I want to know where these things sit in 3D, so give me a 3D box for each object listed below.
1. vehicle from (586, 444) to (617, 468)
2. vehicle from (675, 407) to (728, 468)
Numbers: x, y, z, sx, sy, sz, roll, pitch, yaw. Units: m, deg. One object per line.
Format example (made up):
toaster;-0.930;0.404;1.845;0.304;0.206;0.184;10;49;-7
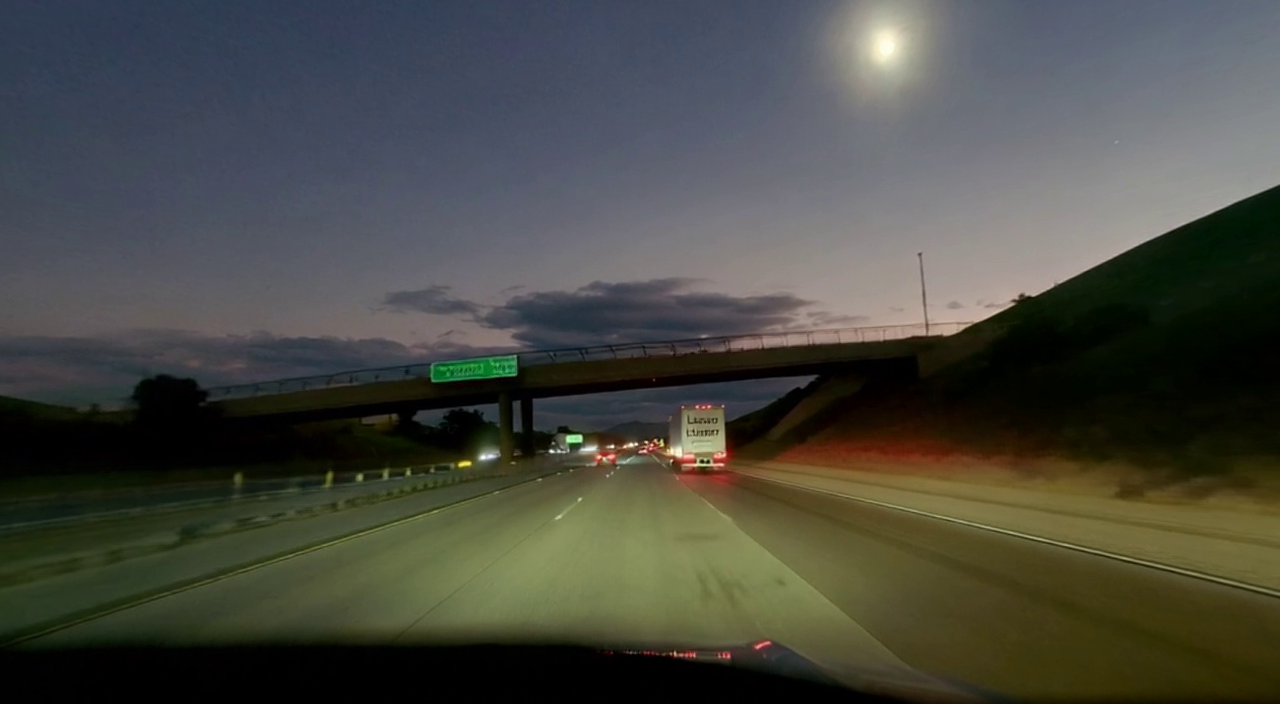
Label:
vehicle;-2.805;7.663;46.738;2.052;1.654;4.303;0;-9;0
vehicle;4.314;6.304;45.921;2.885;3.992;8.526;0;-9;0
